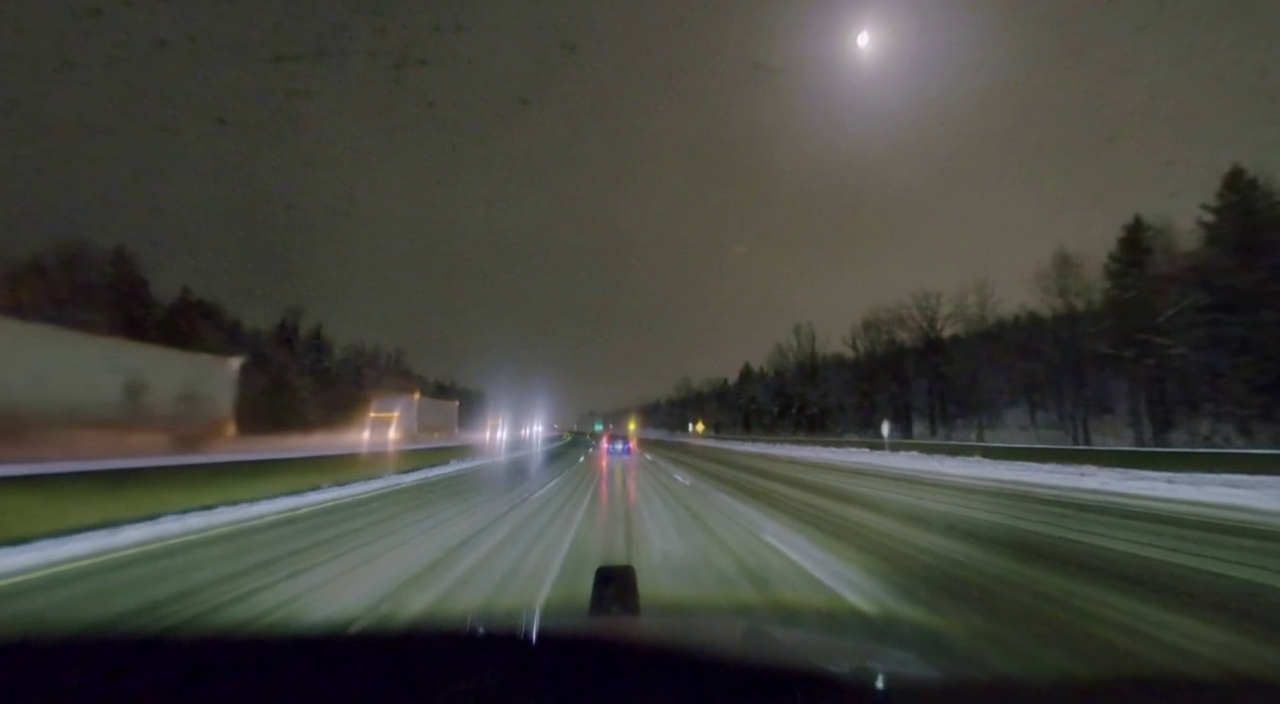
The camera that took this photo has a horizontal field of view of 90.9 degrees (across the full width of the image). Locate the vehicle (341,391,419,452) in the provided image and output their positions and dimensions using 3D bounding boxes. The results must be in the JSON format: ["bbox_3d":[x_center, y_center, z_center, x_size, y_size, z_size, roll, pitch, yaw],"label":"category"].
[{"bbox_3d":[-17.568,4.802,43.114,2.992,3.902,5.828,0,-8,-3],"label":"vehicle"}]

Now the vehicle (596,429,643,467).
[{"bbox_3d":[-1.013,4.388,29.050,1.997,1.589,4.179,0,-8,-4],"label":"vehicle"}]

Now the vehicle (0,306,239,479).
[{"bbox_3d":[-16.498,1.202,16.515,2.925,4.011,14.484,0,-8,-2],"label":"vehicle"}]
